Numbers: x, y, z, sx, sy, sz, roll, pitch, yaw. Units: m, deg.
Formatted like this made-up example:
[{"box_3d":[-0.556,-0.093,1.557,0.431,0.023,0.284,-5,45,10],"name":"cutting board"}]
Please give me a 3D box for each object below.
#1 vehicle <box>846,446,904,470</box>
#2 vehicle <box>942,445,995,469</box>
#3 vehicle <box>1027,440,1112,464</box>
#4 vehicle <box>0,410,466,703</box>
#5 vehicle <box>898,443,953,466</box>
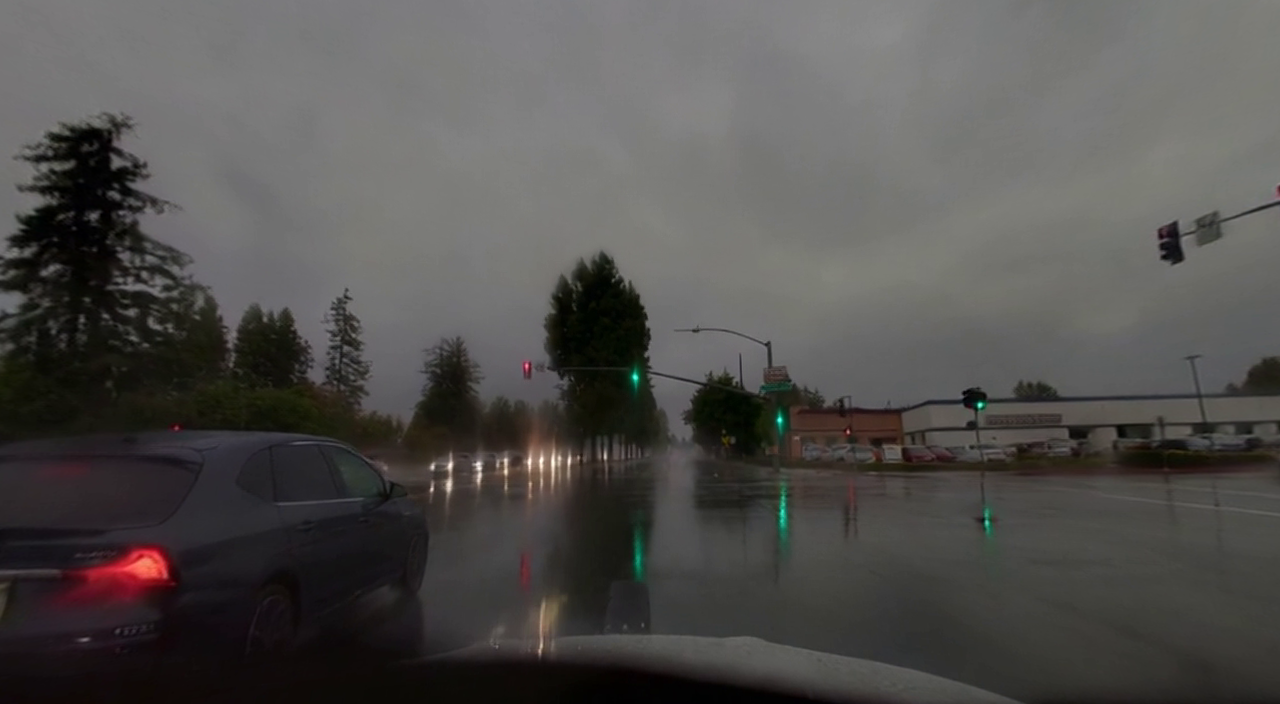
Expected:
[{"box_3d":[16.713,7.462,44.629,2.060,1.445,4.712,-9,-10,43],"name":"vehicle"},{"box_3d":[21.165,6.693,40.510,1.930,1.410,4.313,-8,-11,41],"name":"vehicle"},{"box_3d":[29.649,6.881,43.554,4.678,1.558,1.883,1,-8,-7],"name":"vehicle"},{"box_3d":[-2.868,1.268,4.310,1.924,1.482,4.734,0,-8,1],"name":"vehicle"},{"box_3d":[19.111,6.822,42.138,1.945,1.434,4.293,-8,-11,43],"name":"vehicle"}]
